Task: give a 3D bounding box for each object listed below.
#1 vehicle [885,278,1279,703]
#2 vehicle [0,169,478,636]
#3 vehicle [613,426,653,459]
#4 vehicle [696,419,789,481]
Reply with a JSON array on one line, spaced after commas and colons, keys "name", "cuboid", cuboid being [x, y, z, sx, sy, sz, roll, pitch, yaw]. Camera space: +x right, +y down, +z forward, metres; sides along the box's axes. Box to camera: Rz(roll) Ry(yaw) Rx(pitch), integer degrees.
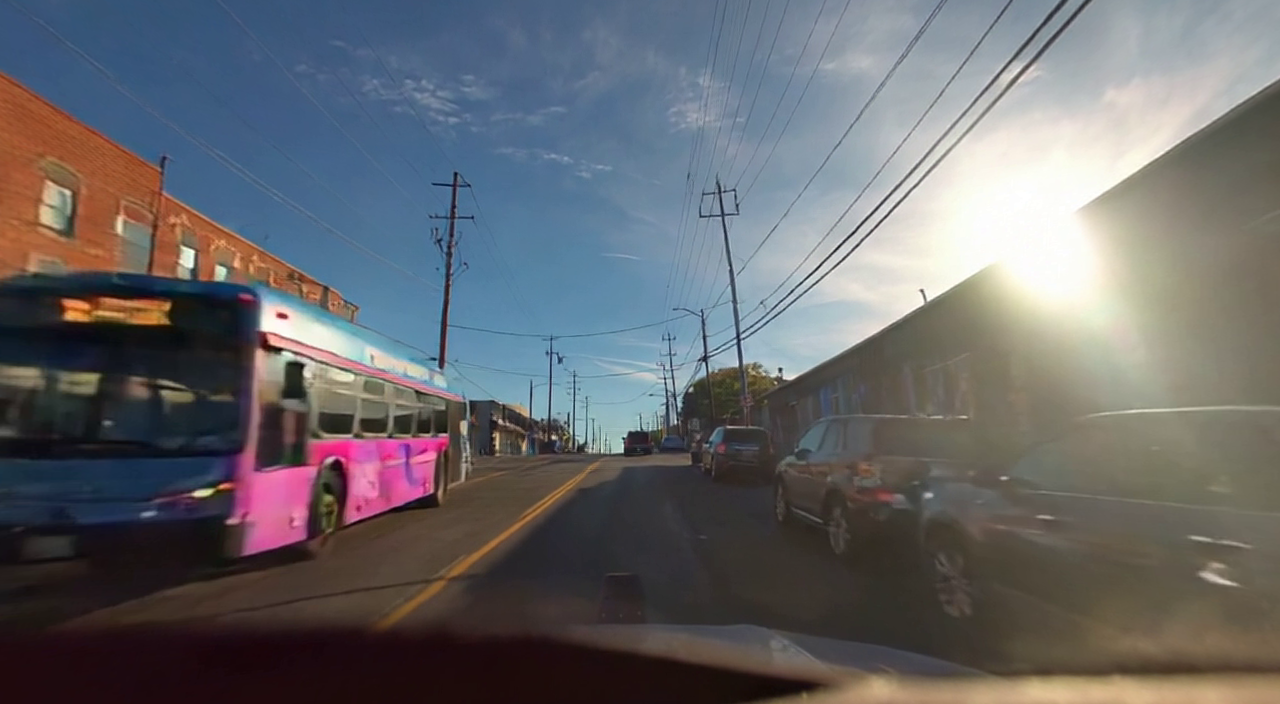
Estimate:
[{"name": "vehicle", "cuboid": [3.106, 0.810, 2.834, 2.171, 1.751, 4.373, 1, -10, -1]}, {"name": "vehicle", "cuboid": [-5.298, 1.247, 10.856, 3.297, 3.342, 12.875, 1, -9, -8]}, {"name": "vehicle", "cuboid": [-0.402, 5.365, 37.269, 2.190, 1.783, 4.048, 0, -9, 0]}, {"name": "vehicle", "cuboid": [3.156, 3.178, 20.502, 2.102, 1.765, 4.674, 0, -9, -2]}]
